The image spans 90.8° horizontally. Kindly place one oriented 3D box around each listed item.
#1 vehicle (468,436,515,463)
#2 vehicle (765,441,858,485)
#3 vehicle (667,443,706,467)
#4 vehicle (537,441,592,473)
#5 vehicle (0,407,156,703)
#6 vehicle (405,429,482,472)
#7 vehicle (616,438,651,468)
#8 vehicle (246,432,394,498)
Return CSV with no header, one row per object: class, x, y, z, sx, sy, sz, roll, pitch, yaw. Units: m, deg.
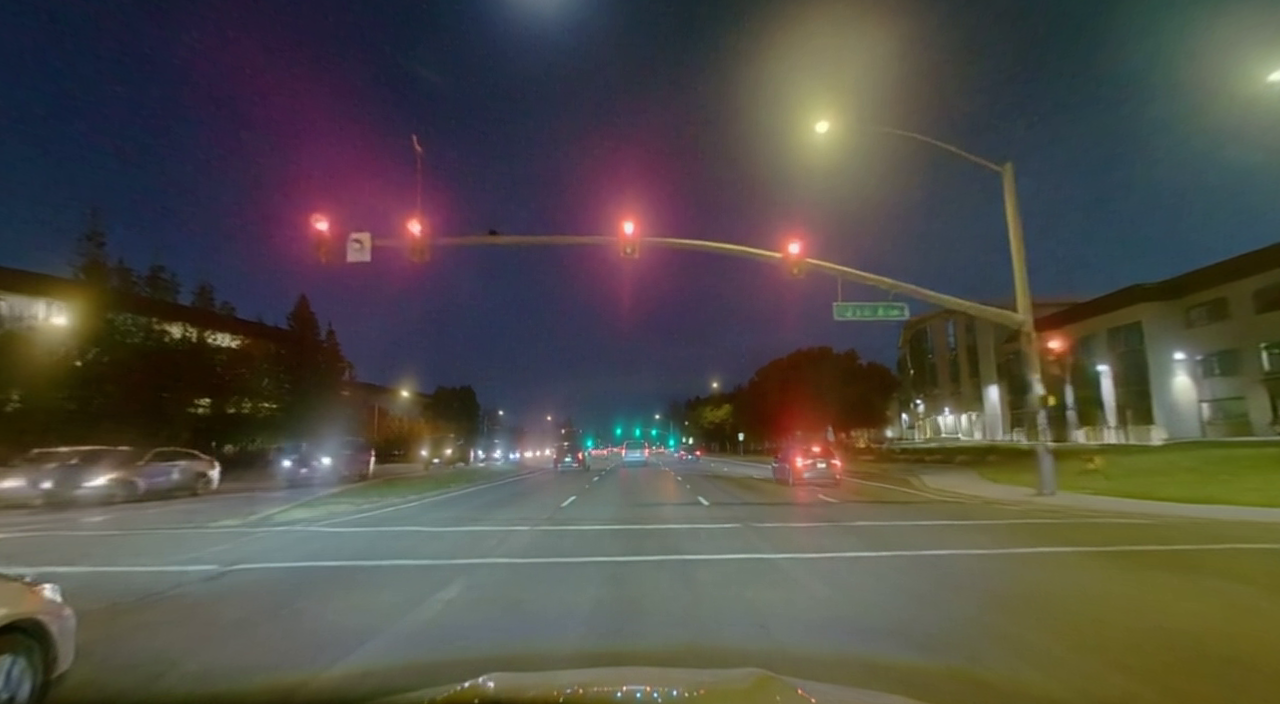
vehicle,-9.414,6.217,40.353,2.026,1.639,4.496,0,-8,-1
vehicle,6.212,4.052,23.497,2.028,1.451,4.625,0,-8,-2
vehicle,2.905,6.483,40.144,2.014,1.430,4.103,0,-8,-2
vehicle,-3.719,5.266,31.921,2.163,1.474,4.413,0,-8,0
vehicle,-3.696,0.772,1.269,2.018,1.476,4.364,0,-8,-1
vehicle,-9.236,4.642,30.090,2.185,1.752,4.599,-4,-8,0
vehicle,-0.358,6.109,38.431,2.008,1.716,4.125,0,-8,0
vehicle,-8.983,3.138,18.202,1.929,1.492,4.430,-5,-7,1
